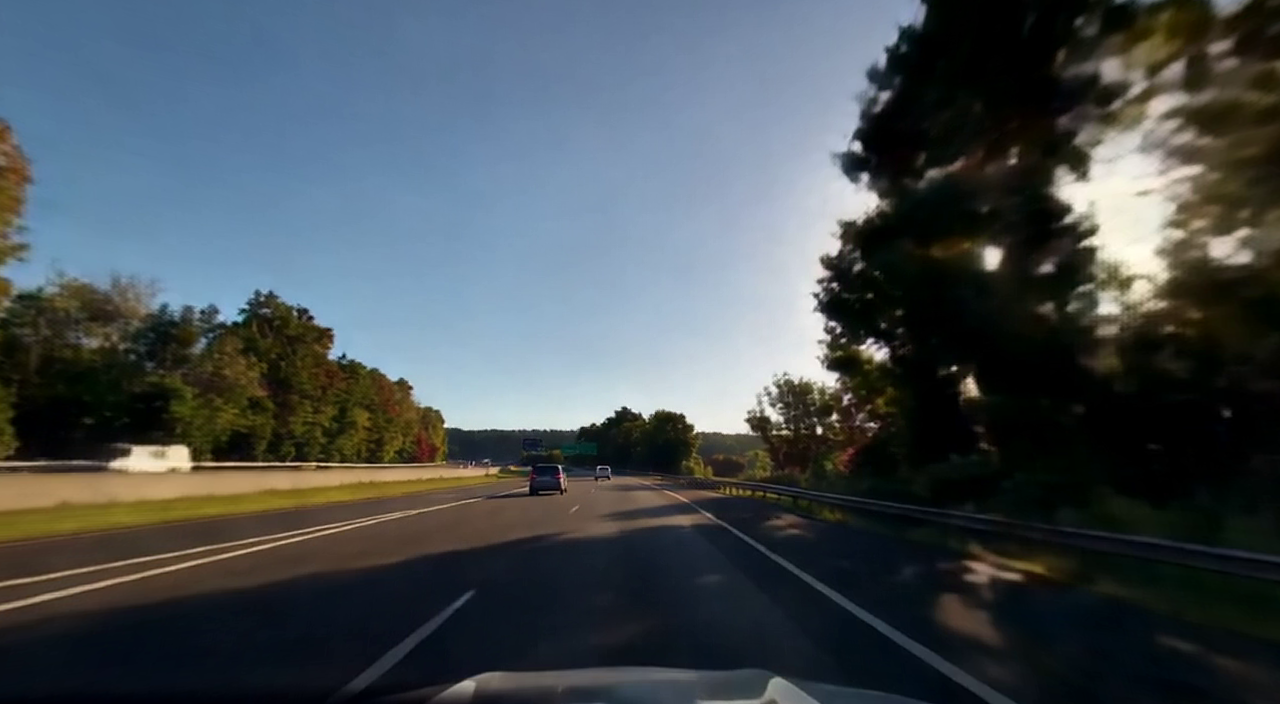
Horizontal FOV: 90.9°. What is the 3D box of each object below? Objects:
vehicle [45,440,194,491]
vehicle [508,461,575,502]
[{"bbox_3d":[-21.481,4.755,26.356,2.076,1.899,4.861,1,-10,-1],"label":"vehicle"},{"bbox_3d":[-4.046,5.441,26.736,2.115,1.546,4.638,1,-10,-1],"label":"vehicle"}]
